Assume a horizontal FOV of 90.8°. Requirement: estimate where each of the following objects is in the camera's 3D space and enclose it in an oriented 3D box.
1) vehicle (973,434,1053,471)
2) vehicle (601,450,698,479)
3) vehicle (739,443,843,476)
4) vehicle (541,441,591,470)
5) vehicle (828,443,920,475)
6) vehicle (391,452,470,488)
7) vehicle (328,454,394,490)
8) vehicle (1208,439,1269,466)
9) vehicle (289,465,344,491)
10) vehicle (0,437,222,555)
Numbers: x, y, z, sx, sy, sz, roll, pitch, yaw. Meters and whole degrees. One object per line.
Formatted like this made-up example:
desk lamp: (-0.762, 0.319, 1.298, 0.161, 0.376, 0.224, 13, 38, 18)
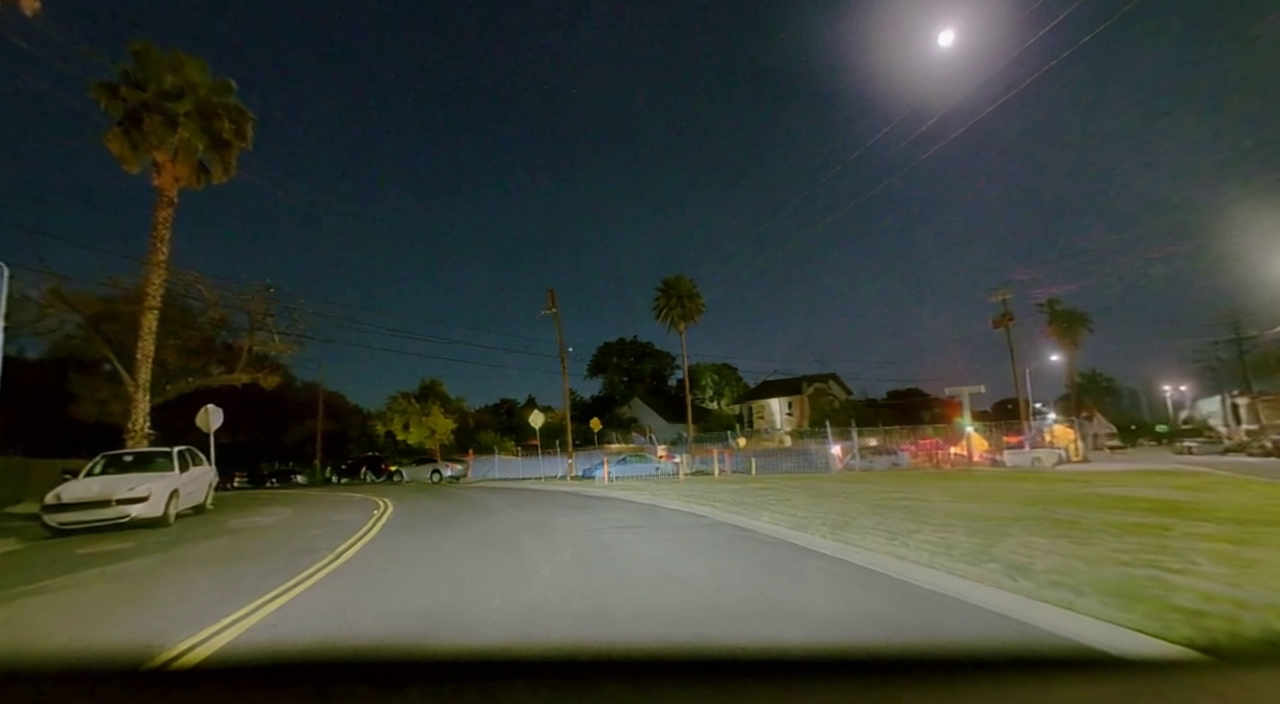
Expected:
vehicle: (23.175, 6.140, 39.207, 4.994, 1.898, 2.267, 2, -6, -35)
vehicle: (0.543, 5.966, 33.628, 4.966, 1.377, 1.739, -1, -6, 7)
vehicle: (7.937, 5.643, 33.411, 4.952, 1.472, 1.837, 0, -5, -7)
vehicle: (-5.317, 7.496, 46.076, 2.164, 1.764, 4.492, -3, -6, 14)
vehicle: (12.785, 5.809, 34.511, 4.461, 1.417, 1.781, 1, -5, -15)
vehicle: (-12.482, 6.962, 37.593, 4.586, 1.784, 1.890, -4, -6, 31)
vehicle: (-18.599, 7.909, 41.988, 4.844, 1.974, 2.092, -6, -7, 40)
vehicle: (40.837, 6.826, 43.193, 1.912, 1.455, 4.268, -4, -5, 28)
vehicle: (-23.349, 9.026, 45.528, 4.075, 1.482, 1.789, -5, -6, 35)
vehicle: (-10.577, 2.748, 13.088, 2.059, 1.732, 4.527, 1, -5, -19)
